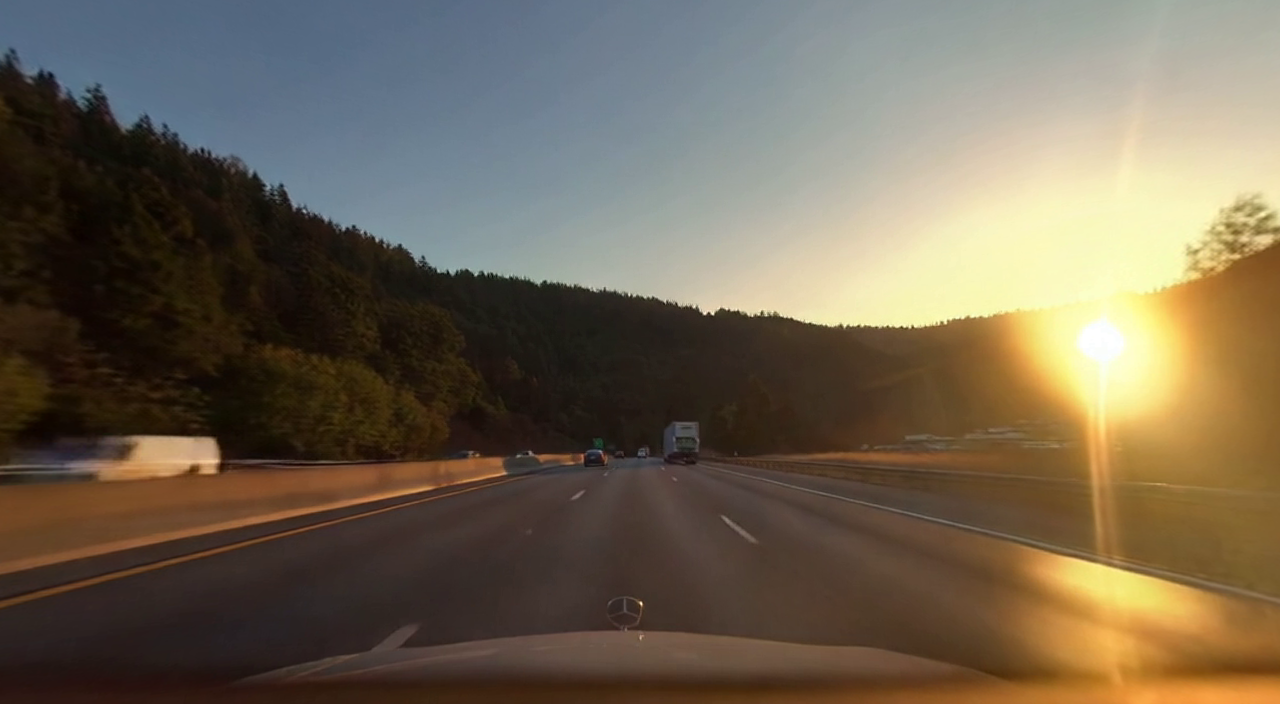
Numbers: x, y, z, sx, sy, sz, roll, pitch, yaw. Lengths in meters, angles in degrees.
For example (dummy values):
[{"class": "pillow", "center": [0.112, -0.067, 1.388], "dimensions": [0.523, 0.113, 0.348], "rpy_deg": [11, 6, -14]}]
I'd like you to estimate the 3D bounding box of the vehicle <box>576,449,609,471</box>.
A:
[{"class": "vehicle", "center": [-3.393, 7.843, 46.113], "dimensions": [2.091, 1.522, 4.301], "rpy_deg": [0, -9, 0]}]
